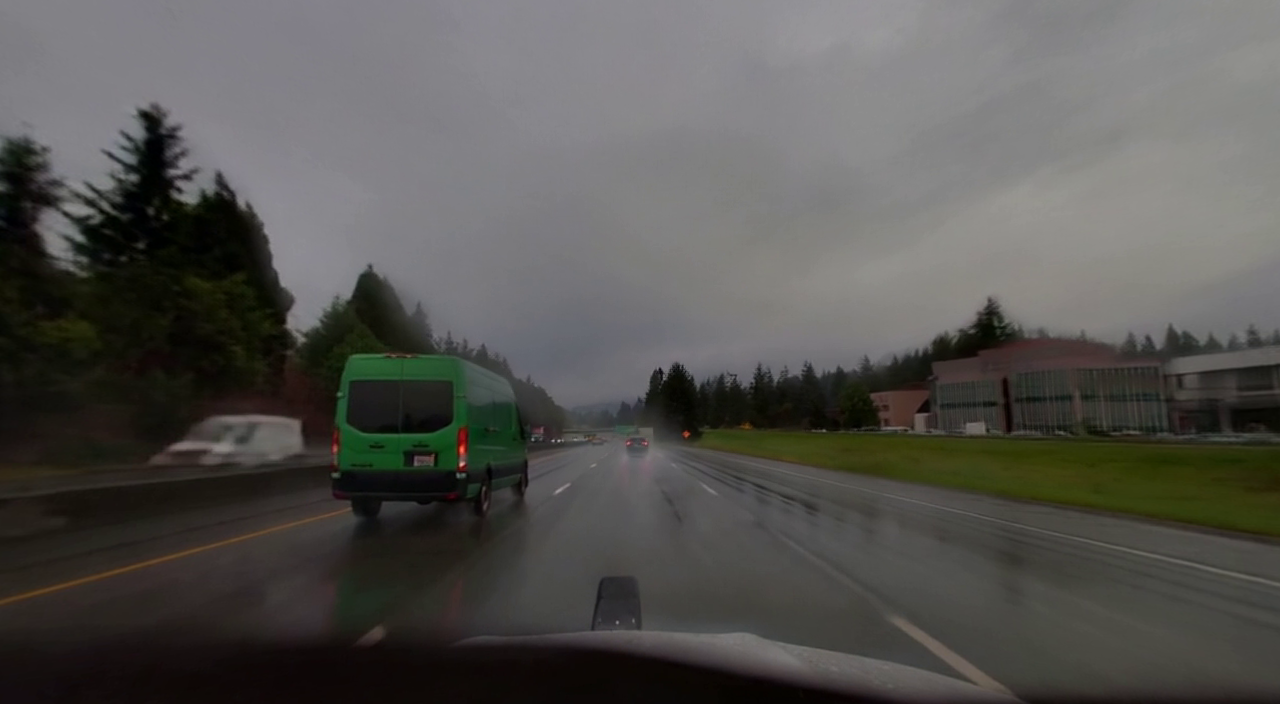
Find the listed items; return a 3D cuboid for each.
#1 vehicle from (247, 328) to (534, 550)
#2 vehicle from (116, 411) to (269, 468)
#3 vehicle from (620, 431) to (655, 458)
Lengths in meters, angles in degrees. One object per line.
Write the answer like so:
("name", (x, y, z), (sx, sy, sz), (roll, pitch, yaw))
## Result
("vehicle", (-3.365, 1.386, 10.287), (2.424, 2.577, 5.828), (0, -8, -2))
("vehicle", (-12.916, 2.556, 18.496), (1.740, 1.494, 3.766), (0, -8, -1))
("vehicle", (-0.180, 5.862, 40.125), (2.104, 1.646, 4.176), (0, -8, -1))
